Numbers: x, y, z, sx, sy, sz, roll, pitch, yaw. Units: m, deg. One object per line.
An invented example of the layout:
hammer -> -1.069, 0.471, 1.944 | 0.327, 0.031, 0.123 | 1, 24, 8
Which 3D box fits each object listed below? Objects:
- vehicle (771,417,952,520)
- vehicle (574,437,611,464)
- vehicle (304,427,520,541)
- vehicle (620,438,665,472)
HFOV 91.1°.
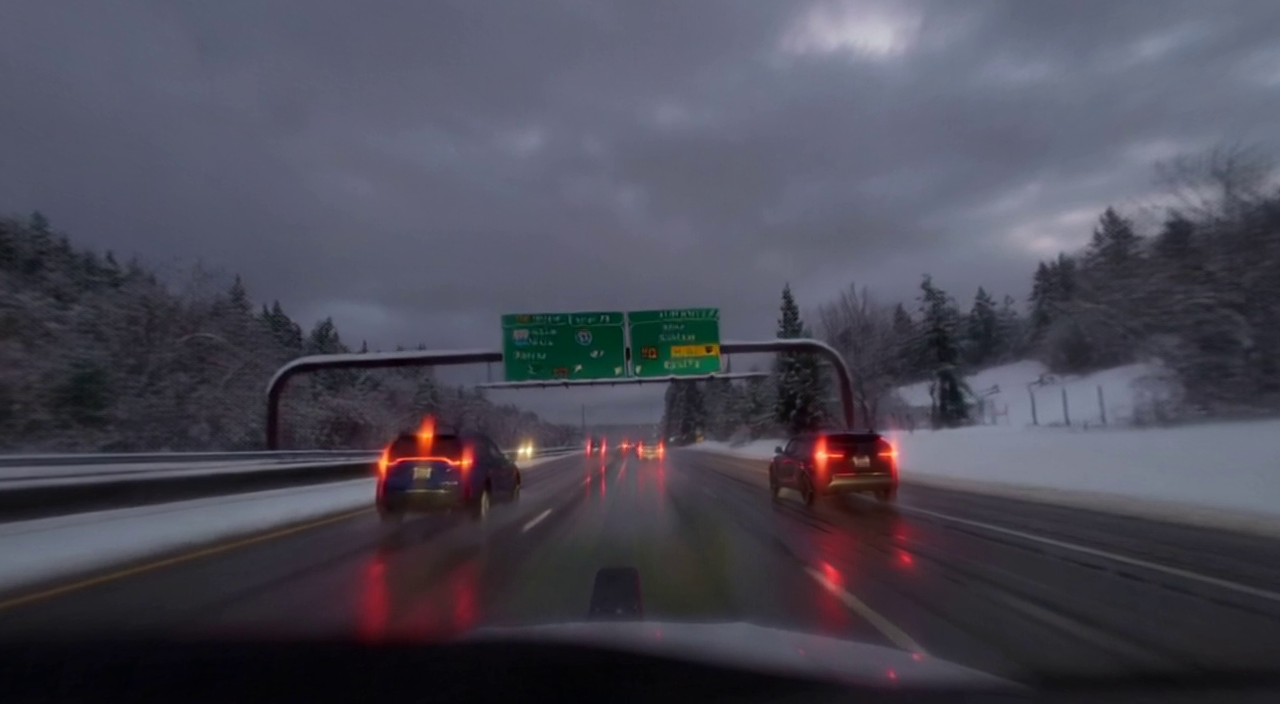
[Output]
vehicle -> 4.212, 2.281, 12.837 | 2.025, 1.707, 4.279 | 0, -8, -1
vehicle -> -3.065, 6.443, 41.189 | 2.044, 1.682, 4.201 | -1, -8, 1
vehicle -> -3.601, 2.160, 11.016 | 2.066, 1.561, 4.495 | 0, -8, 1
vehicle -> 0.143, 5.044, 31.097 | 2.049, 1.542, 3.816 | 0, -8, 1
